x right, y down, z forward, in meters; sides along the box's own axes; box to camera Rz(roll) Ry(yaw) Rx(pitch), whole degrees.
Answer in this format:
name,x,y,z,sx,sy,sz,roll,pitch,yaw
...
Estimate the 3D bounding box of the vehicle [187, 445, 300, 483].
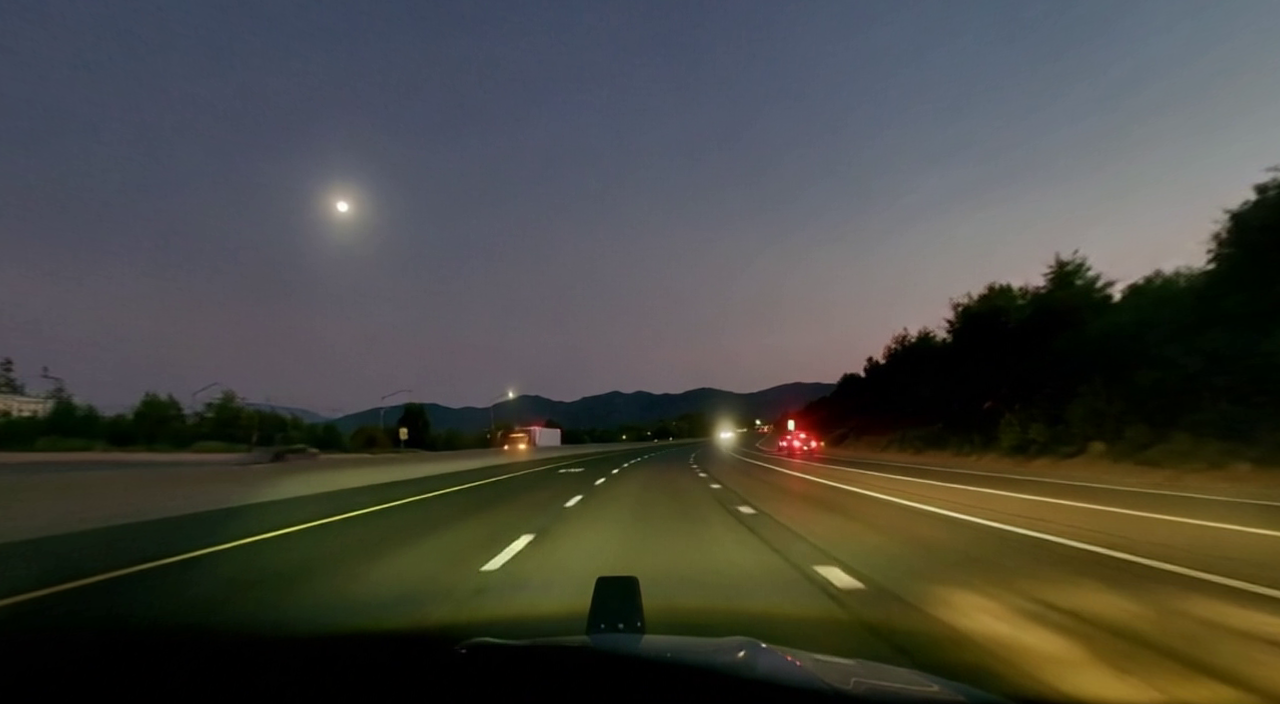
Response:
name,x,y,z,sx,sy,sz,roll,pitch,yaw
vehicle,-17.174,4.841,27.613,1.945,1.523,4.392,0,-8,2
